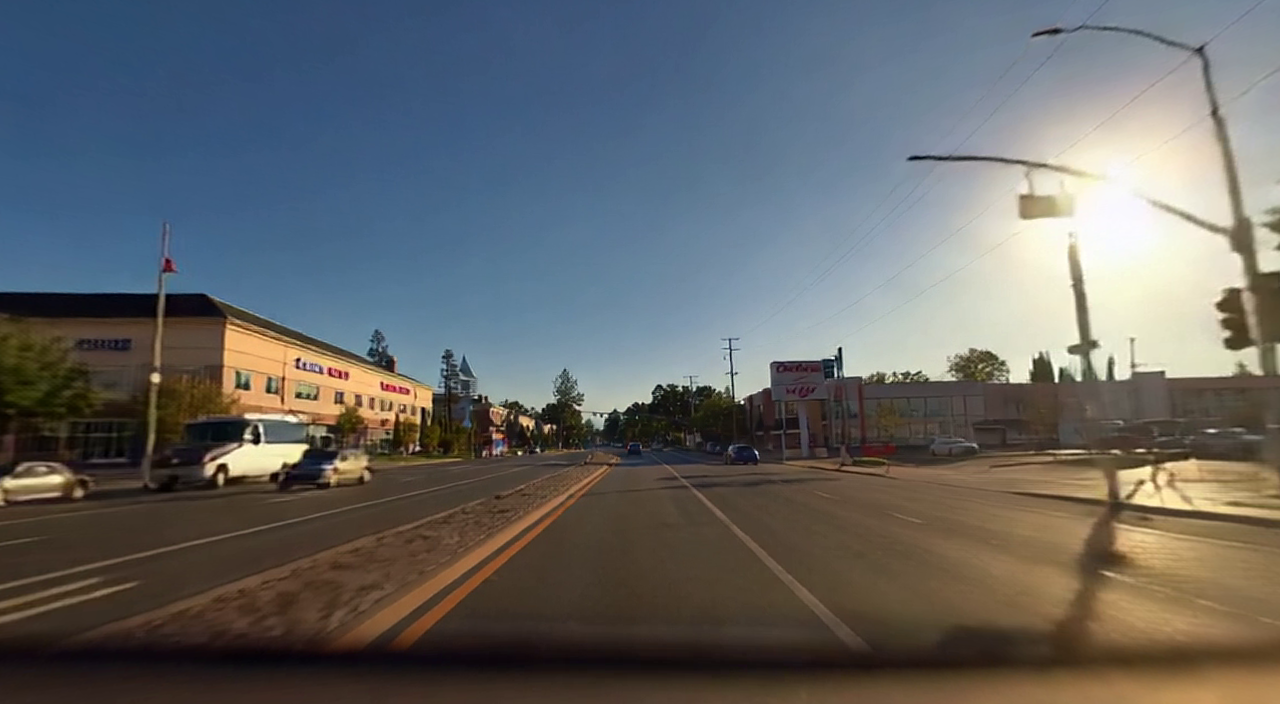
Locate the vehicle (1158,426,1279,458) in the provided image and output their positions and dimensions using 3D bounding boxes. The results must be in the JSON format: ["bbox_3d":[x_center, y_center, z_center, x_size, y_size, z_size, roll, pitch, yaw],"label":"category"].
[{"bbox_3d":[29.772,4.710,32.764,1.796,1.485,4.667,-1,-9,0],"label":"vehicle"}]

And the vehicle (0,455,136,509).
[{"bbox_3d":[-18.956,4.065,20.220,1.950,1.464,4.414,0,-9,0],"label":"vehicle"}]

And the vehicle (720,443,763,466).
[{"bbox_3d":[6.496,6.630,41.022,1.916,1.437,4.327,0,-9,-2],"label":"vehicle"}]

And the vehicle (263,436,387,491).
[{"bbox_3d":[-11.575,4.119,23.708,2.134,1.806,4.843,0,-9,0],"label":"vehicle"}]

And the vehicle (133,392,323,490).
[{"bbox_3d":[-18.761,4.219,29.802,2.982,3.900,8.593,0,-9,1],"label":"vehicle"}]
